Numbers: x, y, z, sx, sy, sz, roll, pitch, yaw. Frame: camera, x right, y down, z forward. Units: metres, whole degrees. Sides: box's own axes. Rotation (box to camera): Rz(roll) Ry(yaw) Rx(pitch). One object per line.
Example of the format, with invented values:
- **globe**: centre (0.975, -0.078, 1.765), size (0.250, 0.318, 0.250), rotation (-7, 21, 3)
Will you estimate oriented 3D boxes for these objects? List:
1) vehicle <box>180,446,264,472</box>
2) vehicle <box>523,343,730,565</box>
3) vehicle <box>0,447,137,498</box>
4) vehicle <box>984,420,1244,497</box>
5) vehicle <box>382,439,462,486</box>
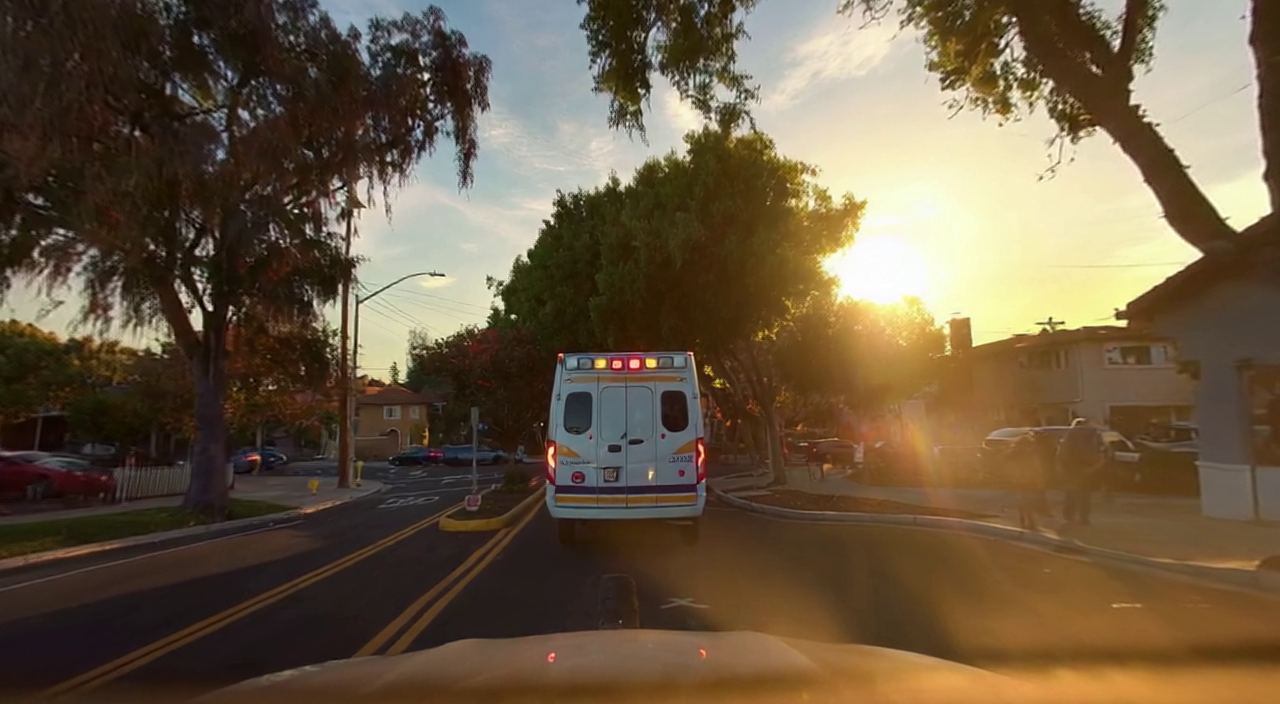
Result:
- **vehicle**: centre (-29.656, 7.582, 45.023), size (4.616, 1.738, 1.974), rotation (3, -9, -23)
- **vehicle**: centre (-0.180, 1.595, 10.342), size (2.444, 2.640, 5.482), rotation (0, -8, 0)
- **vehicle**: centre (-18.893, 3.758, 19.847), size (4.412, 1.468, 1.914), rotation (0, -8, -3)
- **vehicle**: centre (13.088, 2.995, 17.926), size (5.270, 1.966, 2.329), rotation (-2, -9, 11)
- **vehicle**: centre (-9.289, 4.573, 26.609), size (2.290, 1.776, 4.947), rotation (4, -10, -28)
